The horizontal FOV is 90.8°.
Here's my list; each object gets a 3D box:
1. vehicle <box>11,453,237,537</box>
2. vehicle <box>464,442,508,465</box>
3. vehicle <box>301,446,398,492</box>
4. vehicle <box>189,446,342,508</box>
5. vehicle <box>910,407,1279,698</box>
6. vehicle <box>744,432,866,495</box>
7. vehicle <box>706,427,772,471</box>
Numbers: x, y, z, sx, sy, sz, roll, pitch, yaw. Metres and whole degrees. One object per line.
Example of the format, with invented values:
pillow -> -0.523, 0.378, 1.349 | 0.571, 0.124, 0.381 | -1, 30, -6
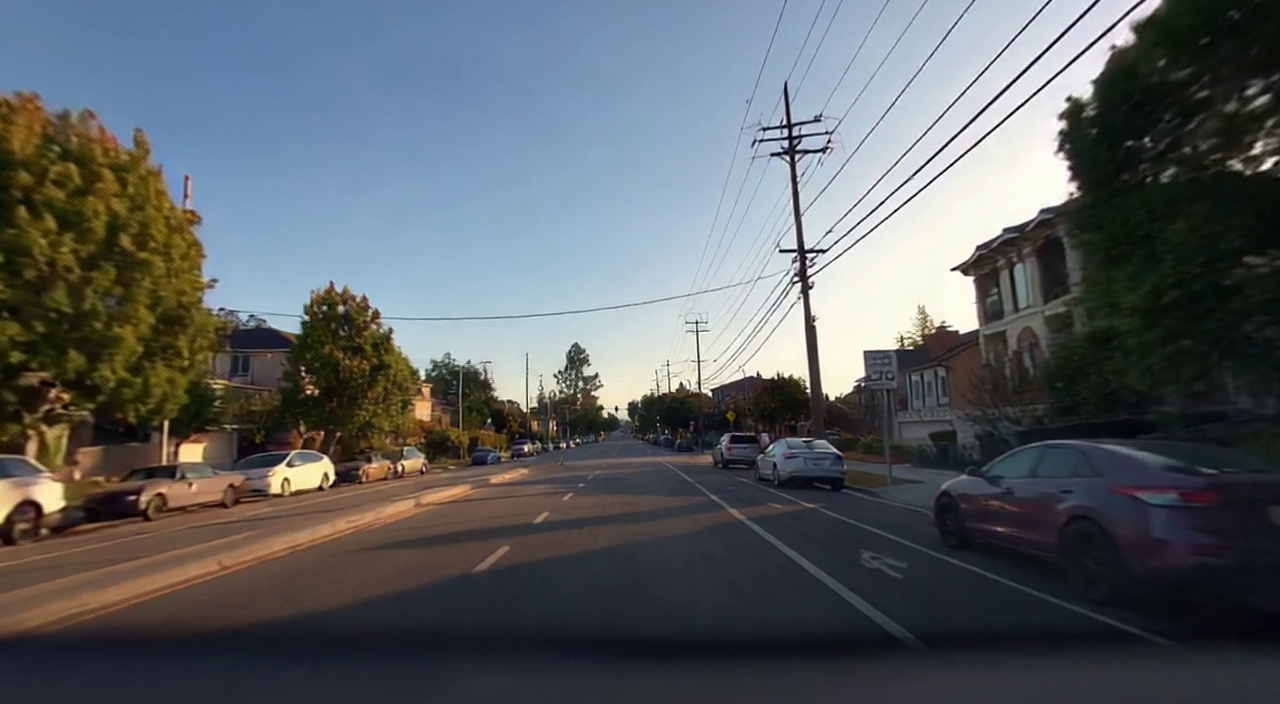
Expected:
vehicle -> -11.177, 3.056, 14.133 | 1.689, 1.461, 4.008 | 0, -8, -1
vehicle -> -11.472, 7.559, 47.323 | 1.970, 1.523, 4.702 | -1, -8, 2
vehicle -> -11.021, 4.425, 24.366 | 1.804, 1.513, 4.450 | 0, -8, -2
vehicle -> -11.035, 3.667, 19.120 | 1.955, 1.522, 4.759 | 0, -8, -3
vehicle -> 4.368, 1.353, 5.632 | 1.960, 1.512, 4.606 | 0, -8, 1
vehicle -> 4.251, 2.919, 17.111 | 1.989, 1.471, 4.460 | 0, -8, -1
vehicle -> 4.346, 4.314, 28.469 | 2.126, 1.802, 4.259 | 0, -8, -2
